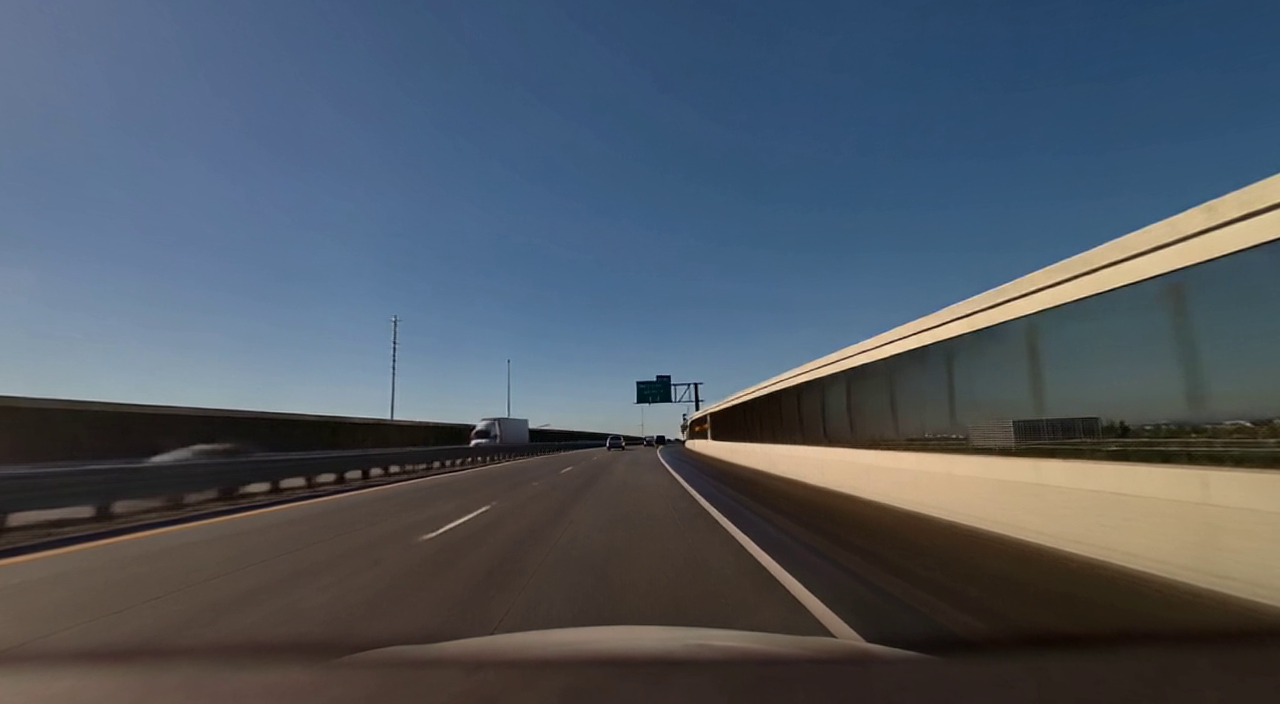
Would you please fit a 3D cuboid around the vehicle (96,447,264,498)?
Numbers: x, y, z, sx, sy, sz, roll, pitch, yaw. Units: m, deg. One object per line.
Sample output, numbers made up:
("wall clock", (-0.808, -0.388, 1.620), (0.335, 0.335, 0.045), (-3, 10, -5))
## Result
("vehicle", (-15.131, 3.946, 21.156), (2.001, 1.466, 4.916), (0, -8, -1))
